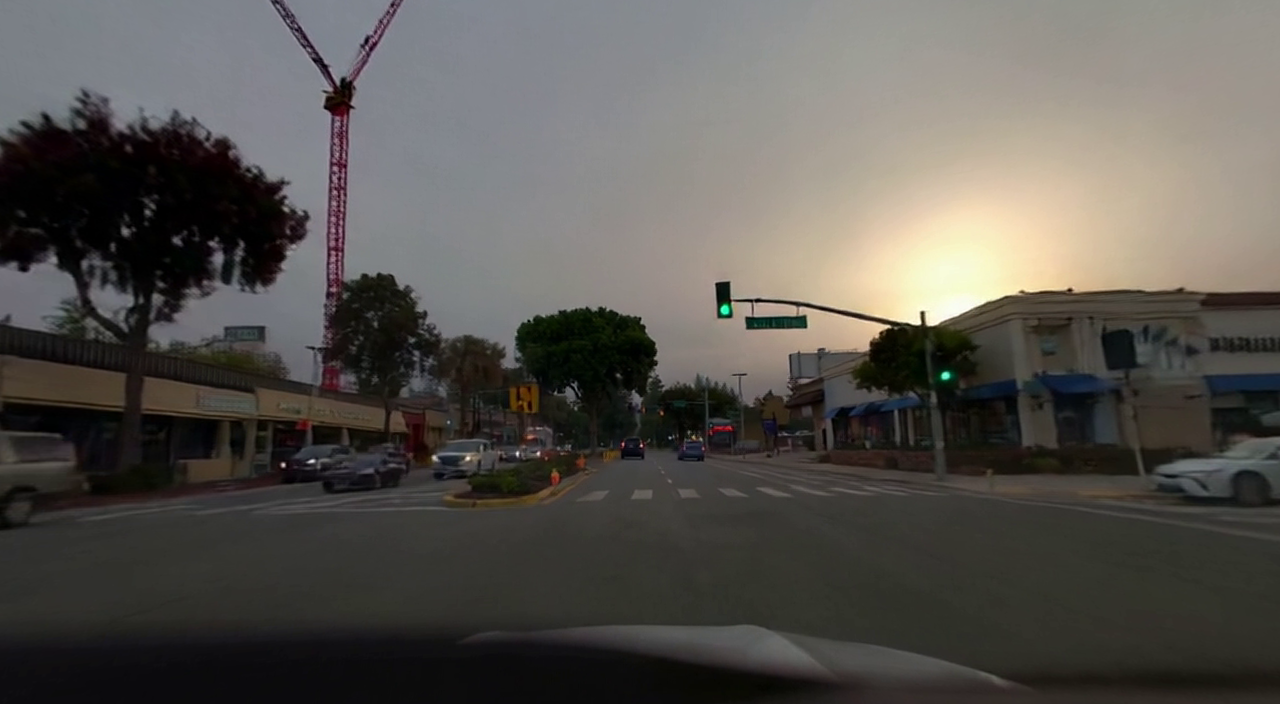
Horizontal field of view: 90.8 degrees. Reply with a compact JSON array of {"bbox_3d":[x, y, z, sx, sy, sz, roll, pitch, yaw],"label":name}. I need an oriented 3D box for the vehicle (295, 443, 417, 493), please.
[{"bbox_3d":[-9.124,3.747,20.792,1.947,1.434,4.557,0,-8,-1],"label":"vehicle"}]

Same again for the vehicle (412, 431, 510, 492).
[{"bbox_3d":[-5.820,3.563,21.089,1.983,1.715,4.466,-2,-8,0],"label":"vehicle"}]

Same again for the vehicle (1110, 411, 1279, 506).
[{"bbox_3d":[12.815,2.140,12.868,4.641,1.772,2.080,-1,-9,7],"label":"vehicle"}]
